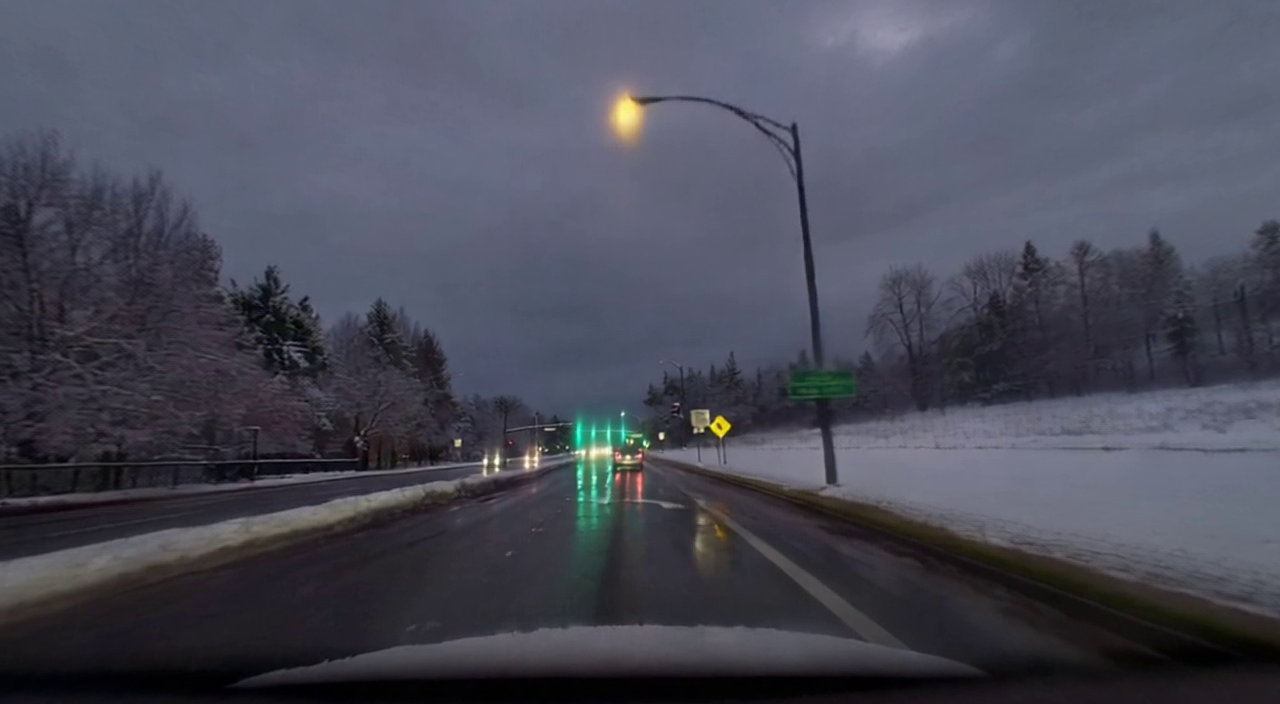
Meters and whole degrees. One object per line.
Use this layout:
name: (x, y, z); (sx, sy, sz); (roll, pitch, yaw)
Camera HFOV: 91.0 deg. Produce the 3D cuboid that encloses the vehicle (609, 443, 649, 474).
vehicle: (-0.584, 5.502, 32.741); (1.954, 1.469, 3.465); (0, -8, -1)
